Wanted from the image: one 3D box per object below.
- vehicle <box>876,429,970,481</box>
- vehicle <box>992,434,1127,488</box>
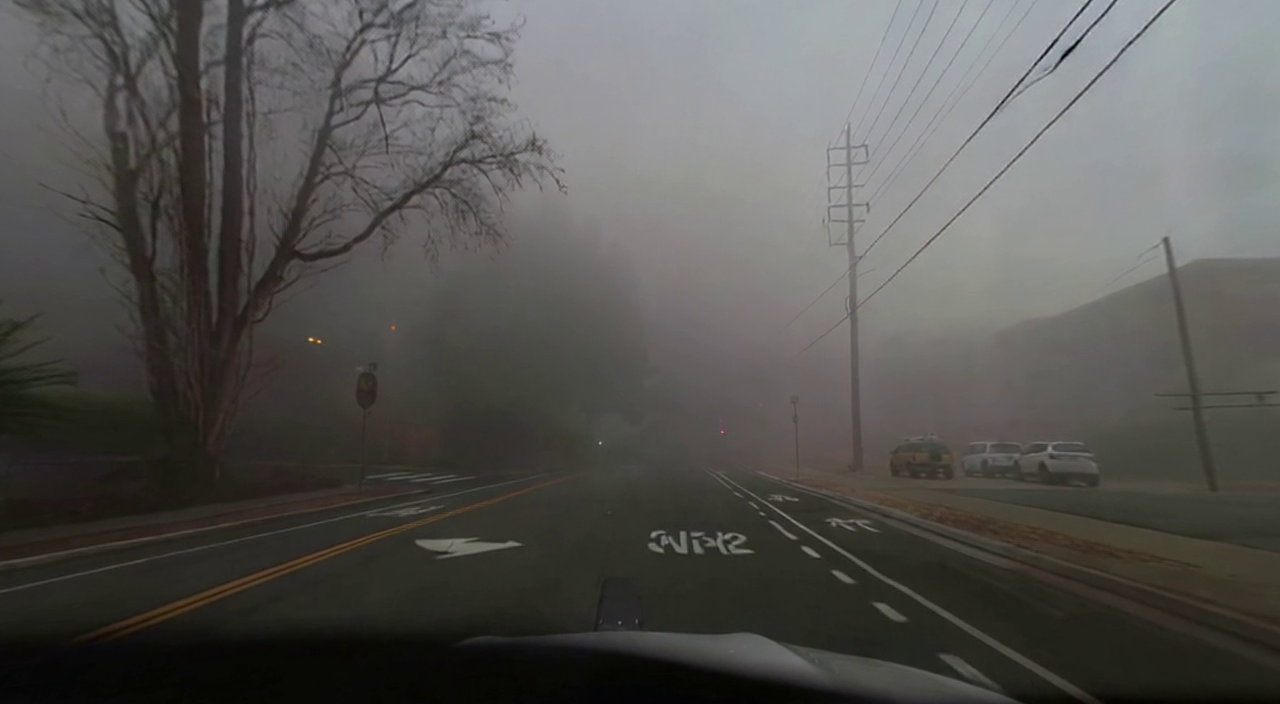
[{"bbox_3d":[11.715,4.288,26.451,1.912,1.953,4.651,0,-8,3],"label":"vehicle"},{"bbox_3d":[14.840,3.866,22.653,1.935,1.683,4.669,0,-8,5],"label":"vehicle"}]
